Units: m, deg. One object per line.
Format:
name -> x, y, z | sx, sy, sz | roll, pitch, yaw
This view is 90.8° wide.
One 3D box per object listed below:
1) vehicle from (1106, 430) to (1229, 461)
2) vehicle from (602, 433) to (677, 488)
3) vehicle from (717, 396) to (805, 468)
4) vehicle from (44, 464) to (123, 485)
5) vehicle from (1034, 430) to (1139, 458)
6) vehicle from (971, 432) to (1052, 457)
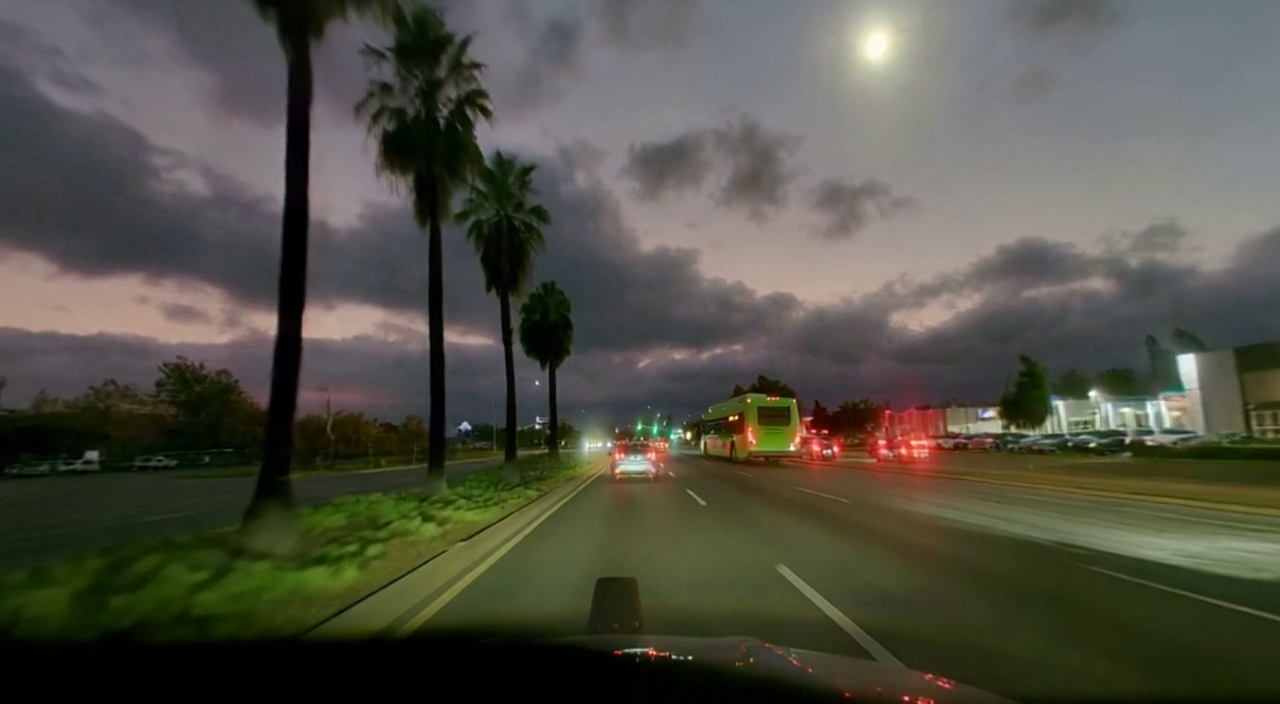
vehicle -> 25.742, 4.566, 30.950 | 4.319, 1.444, 1.888 | 0, -9, -1
vehicle -> -0.039, 3.303, 19.544 | 2.065, 1.477, 4.306 | 0, -9, -1
vehicle -> 6.290, 4.467, 34.619 | 2.795, 3.383, 9.287 | 0, -9, -1
vehicle -> -43.779, 9.630, 49.777 | 1.714, 1.415, 4.313 | -7, -11, 39
vehicle -> 25.225, 5.231, 35.789 | 4.492, 1.492, 1.855 | 0, -9, 0
vehicle -> 25.242, 6.306, 43.007 | 4.260, 1.455, 1.767 | -3, -8, 2
